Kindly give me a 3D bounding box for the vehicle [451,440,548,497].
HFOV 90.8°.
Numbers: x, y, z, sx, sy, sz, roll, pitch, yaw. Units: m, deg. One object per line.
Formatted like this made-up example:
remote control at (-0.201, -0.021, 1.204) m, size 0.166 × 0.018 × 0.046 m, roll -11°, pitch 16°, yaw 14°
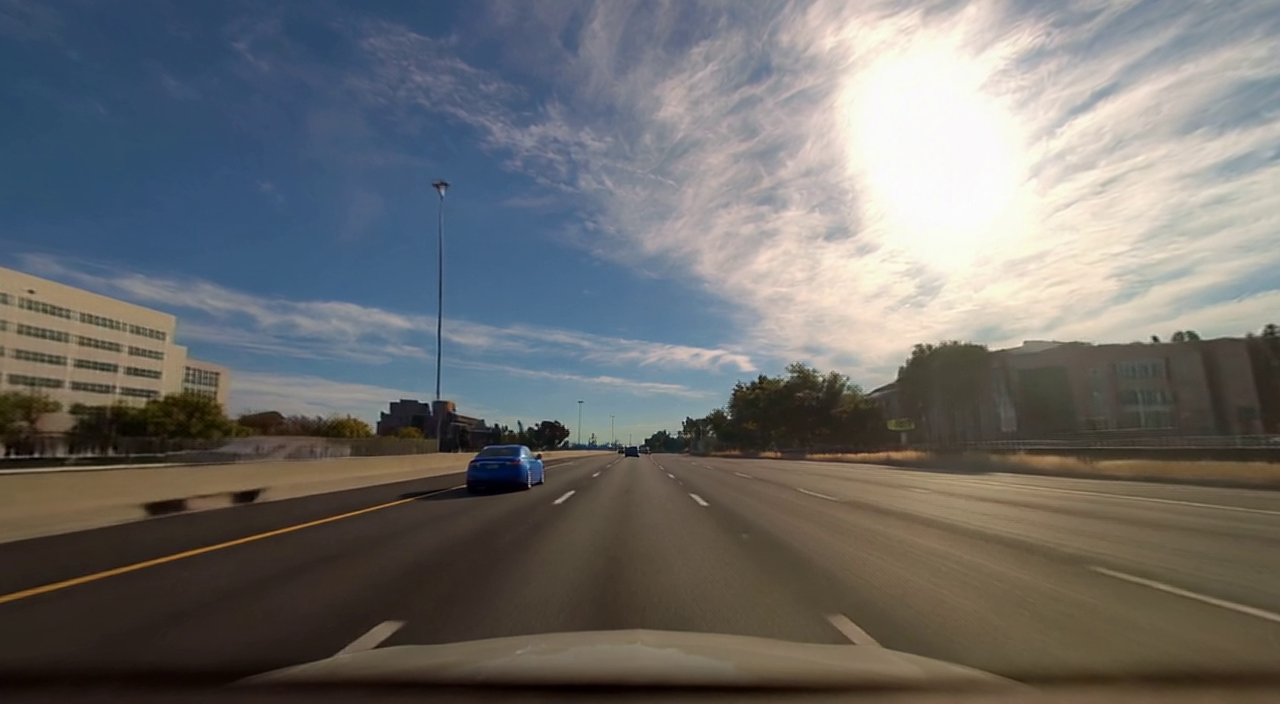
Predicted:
vehicle at (-4.026, 3.411, 18.940) m, size 1.900 × 1.492 × 4.495 m, roll 0°, pitch -9°, yaw 0°
